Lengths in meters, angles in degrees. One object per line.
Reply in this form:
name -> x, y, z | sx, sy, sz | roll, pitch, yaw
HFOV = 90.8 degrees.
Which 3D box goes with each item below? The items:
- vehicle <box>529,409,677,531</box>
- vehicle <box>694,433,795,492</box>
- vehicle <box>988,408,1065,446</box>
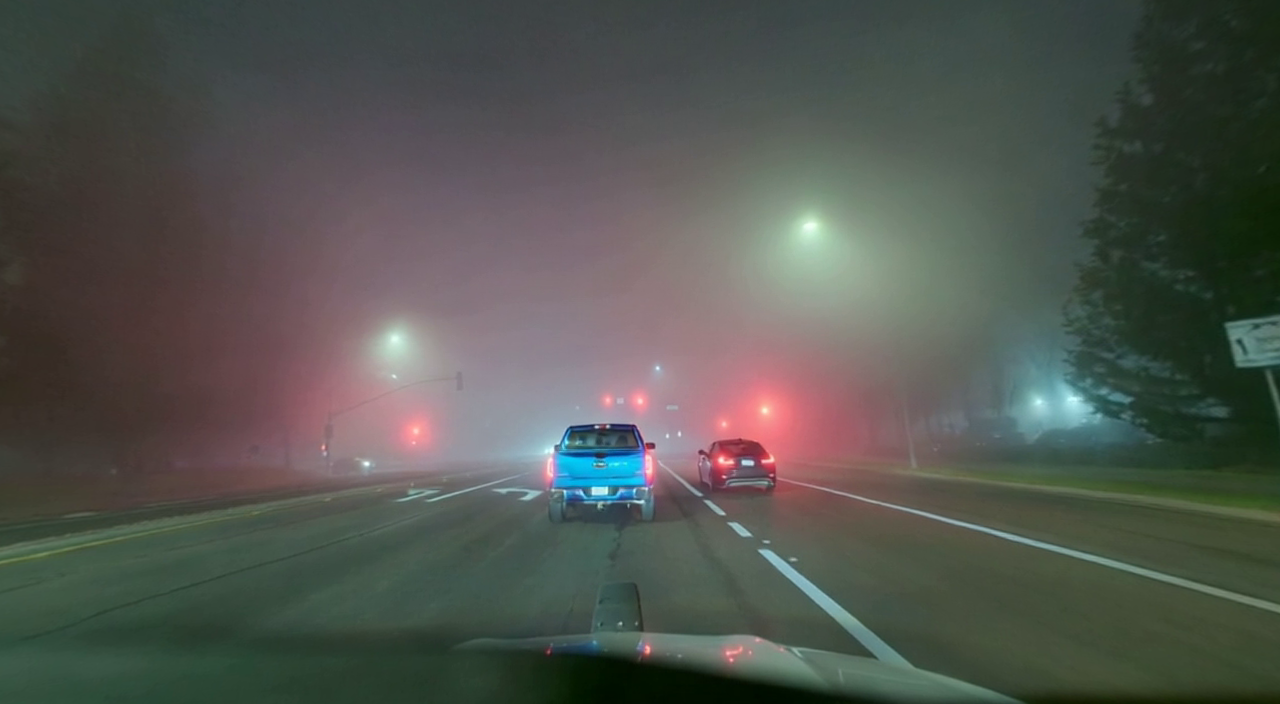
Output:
vehicle -> -0.534, 2.063, 11.631 | 2.145, 1.762, 4.731 | 0, -8, 0
vehicle -> 2.848, 3.128, 18.310 | 2.073, 1.484, 4.437 | 0, -8, -1
vehicle -> 30.335, 5.961, 49.745 | 2.892, 2.881, 4.178 | 2, -9, -16
